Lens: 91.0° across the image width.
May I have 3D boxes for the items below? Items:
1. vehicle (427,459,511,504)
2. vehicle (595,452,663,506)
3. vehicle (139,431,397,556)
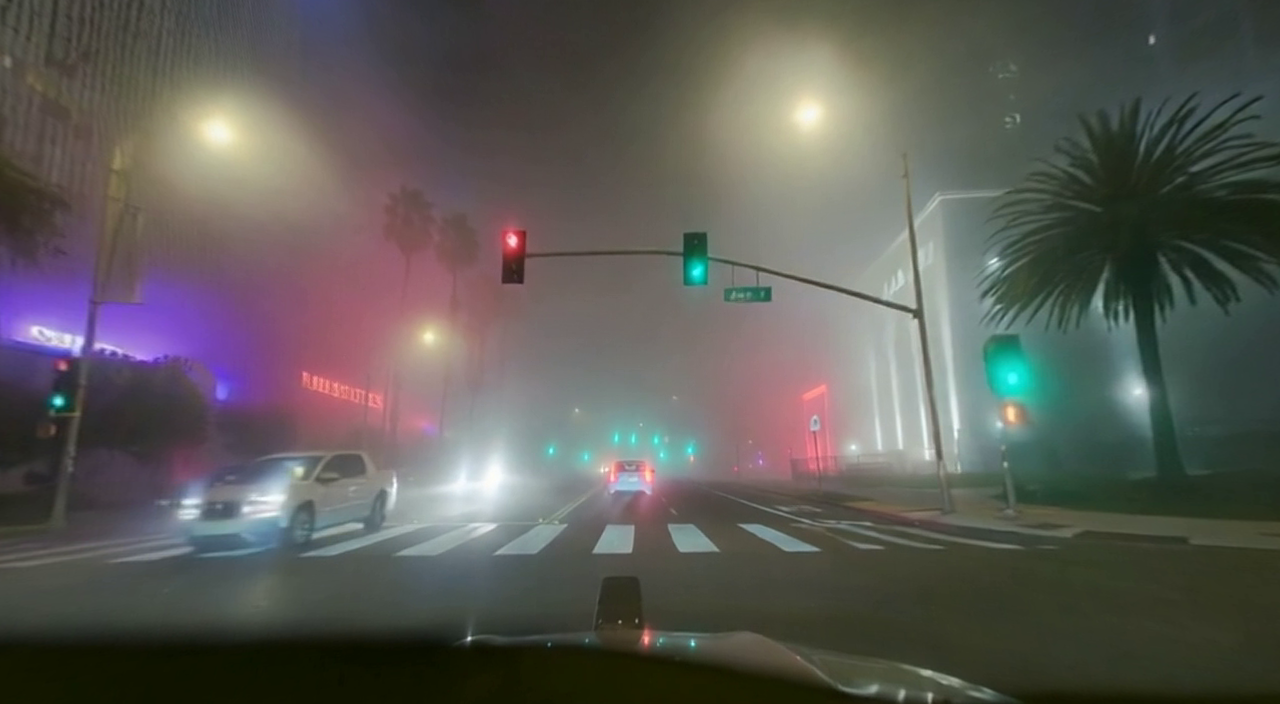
[{"bbox_3d":[-6.413,4.884,24.168,1.951,1.476,4.452,0,-9,1],"label":"vehicle"},{"bbox_3d":[-0.380,4.294,21.729,2.145,1.632,3.972,0,-9,-1],"label":"vehicle"},{"bbox_3d":[-6.668,2.560,12.140,2.070,1.893,4.738,0,-9,0],"label":"vehicle"}]
